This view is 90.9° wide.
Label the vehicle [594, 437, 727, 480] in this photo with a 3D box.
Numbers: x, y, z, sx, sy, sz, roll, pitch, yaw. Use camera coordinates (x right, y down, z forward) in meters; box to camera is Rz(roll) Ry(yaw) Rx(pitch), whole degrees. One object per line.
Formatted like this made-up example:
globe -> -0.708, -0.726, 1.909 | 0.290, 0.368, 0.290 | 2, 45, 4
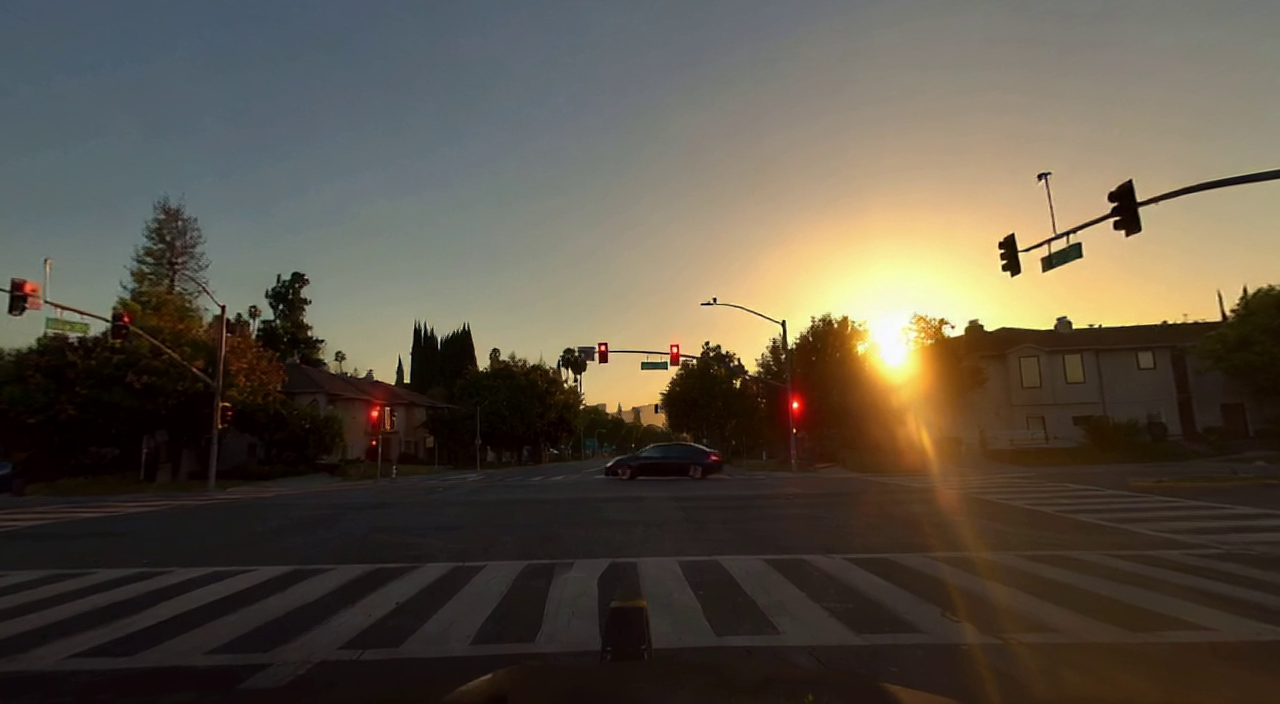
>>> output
vehicle -> 0.709, 3.817, 22.685 | 4.562, 1.460, 1.822 | 0, -8, 0
